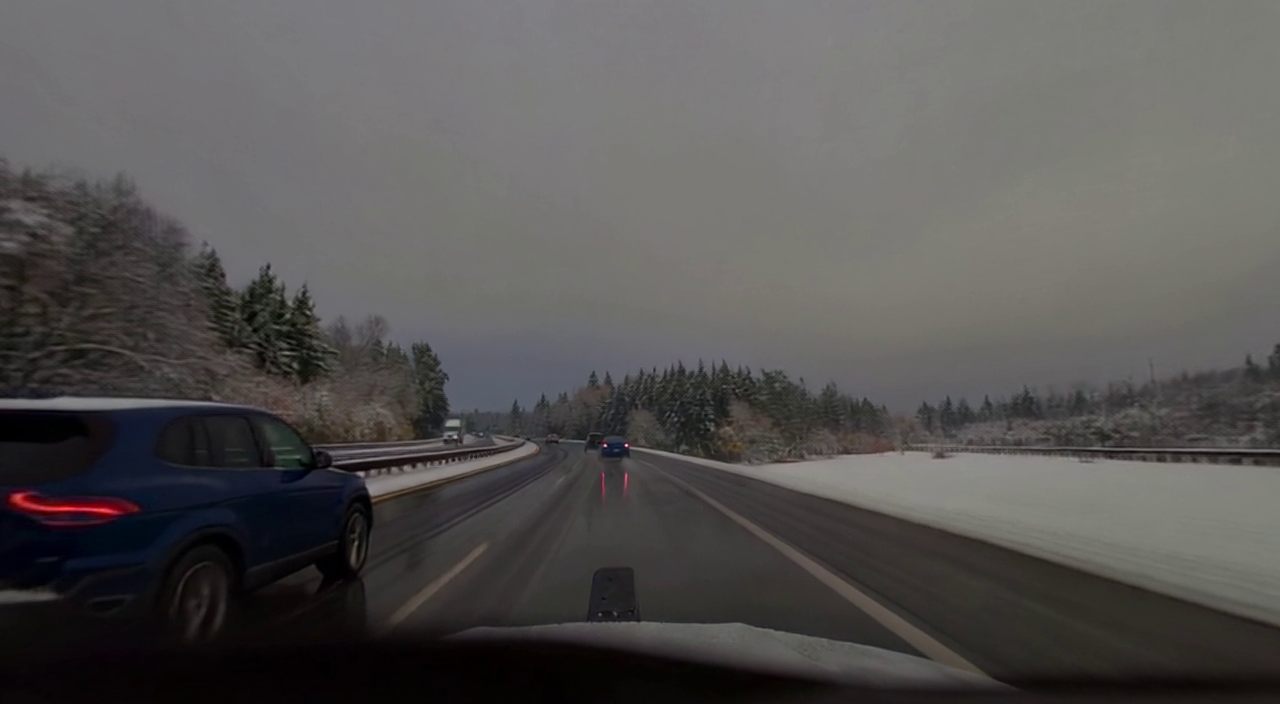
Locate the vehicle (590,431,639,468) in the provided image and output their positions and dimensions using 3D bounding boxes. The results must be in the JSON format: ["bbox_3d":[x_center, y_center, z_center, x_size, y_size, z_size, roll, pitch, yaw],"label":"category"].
[{"bbox_3d":[-1.439,5.231,33.944,2.452,1.857,4.022,1,-8,-4],"label":"vehicle"}]

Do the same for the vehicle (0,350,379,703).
[{"bbox_3d":[-4.246,1.232,5.351,2.053,1.847,4.760,0,-8,-1],"label":"vehicle"}]
